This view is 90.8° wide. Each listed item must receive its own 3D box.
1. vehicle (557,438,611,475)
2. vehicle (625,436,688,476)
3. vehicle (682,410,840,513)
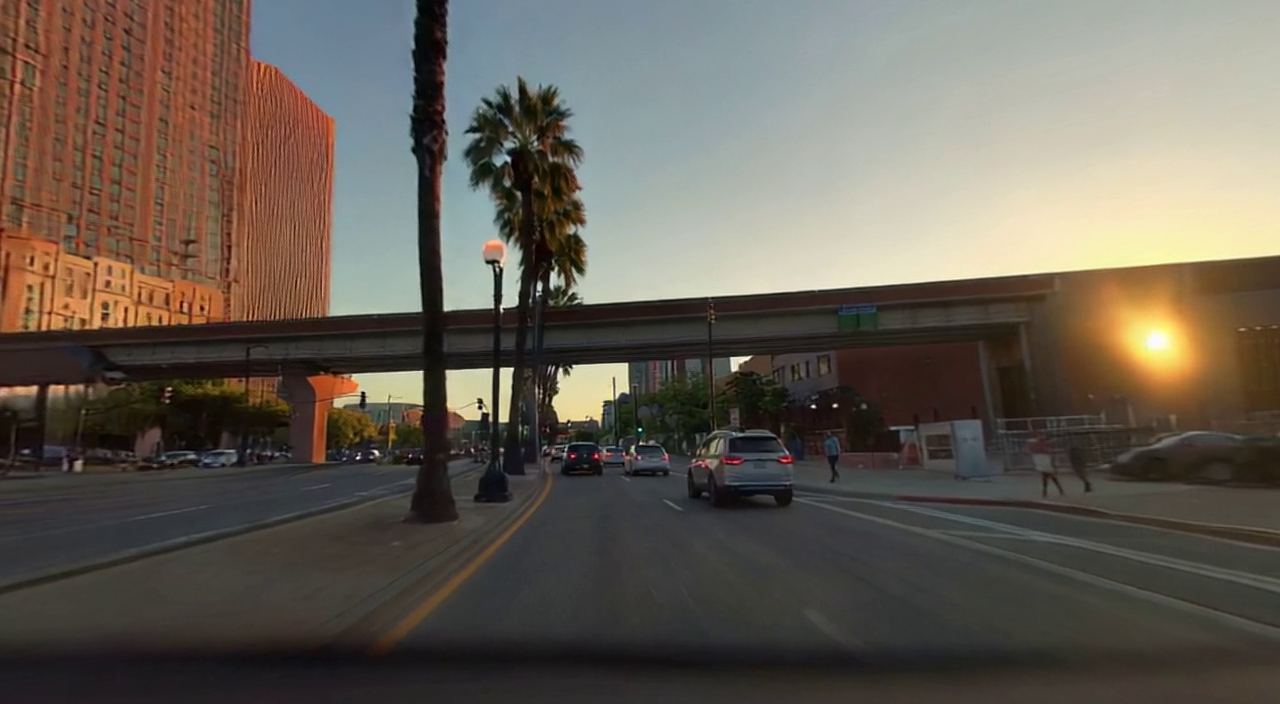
[{"bbox_3d":[-2.865,5.101,31.074,2.332,1.625,4.933,1,-9,-9],"label":"vehicle"},{"bbox_3d":[0.667,4.848,29.627,2.214,1.711,4.474,1,-9,-9],"label":"vehicle"},{"bbox_3d":[2.559,2.542,15.040,2.407,1.991,5.130,0,-9,-4],"label":"vehicle"}]
